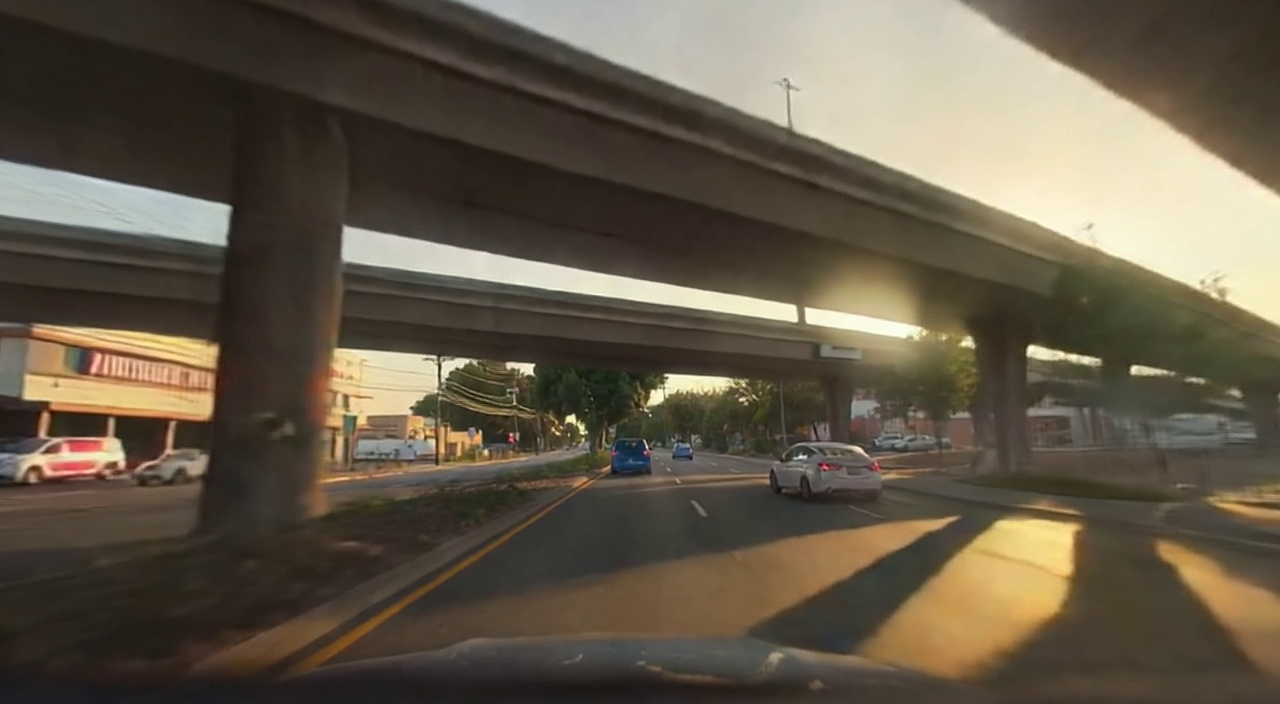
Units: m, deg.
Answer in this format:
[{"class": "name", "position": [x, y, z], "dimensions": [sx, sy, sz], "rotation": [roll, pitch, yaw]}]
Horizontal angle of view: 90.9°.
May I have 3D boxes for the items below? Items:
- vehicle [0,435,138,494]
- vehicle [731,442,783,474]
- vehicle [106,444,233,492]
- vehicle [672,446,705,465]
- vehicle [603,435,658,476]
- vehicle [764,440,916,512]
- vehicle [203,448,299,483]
[{"class": "vehicle", "position": [-25.397, 4.679, 26.664], "dimensions": [2.510, 2.180, 7.492], "rotation": [0, -9, -4]}, {"class": "vehicle", "position": [6.476, 5.898, 35.314], "dimensions": [1.974, 1.663, 4.299], "rotation": [0, -8, -1]}, {"class": "vehicle", "position": [-19.746, 4.845, 26.744], "dimensions": [1.989, 1.820, 4.427], "rotation": [0, -8, -1]}, {"class": "vehicle", "position": [3.684, 7.921, 48.572], "dimensions": [2.126, 1.375, 4.241], "rotation": [0, -8, -1]}, {"class": "vehicle", "position": [-0.414, 4.937, 30.327], "dimensions": [2.441, 1.813, 4.581], "rotation": [0, -8, 0]}, {"class": "vehicle", "position": [4.675, 2.953, 15.571], "dimensions": [1.954, 1.479, 4.557], "rotation": [0, -8, -4]}, {"class": "vehicle", "position": [-19.421, 5.657, 31.744], "dimensions": [1.913, 1.612, 4.505], "rotation": [0, -8, 0]}]
